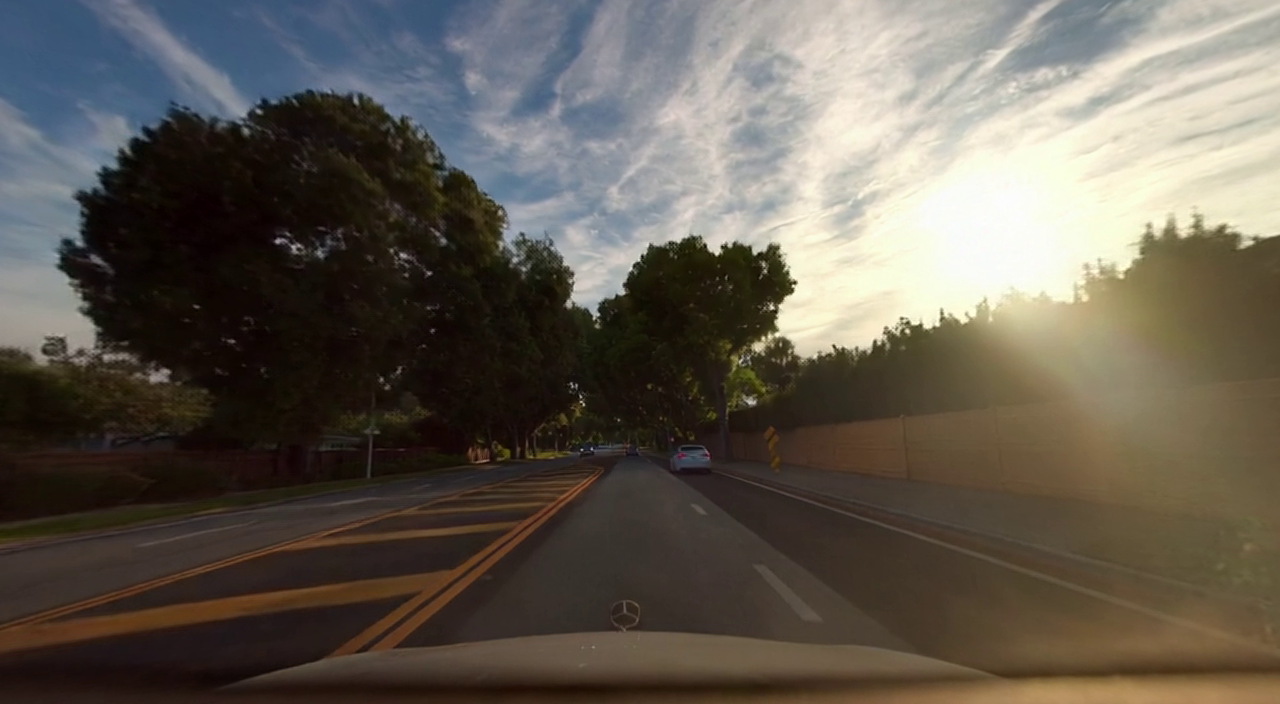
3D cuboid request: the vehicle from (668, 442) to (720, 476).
[{"bbox_3d":[2.464,5.000,29.814,1.991,1.476,4.153,0,-9,-1],"label":"vehicle"}]
